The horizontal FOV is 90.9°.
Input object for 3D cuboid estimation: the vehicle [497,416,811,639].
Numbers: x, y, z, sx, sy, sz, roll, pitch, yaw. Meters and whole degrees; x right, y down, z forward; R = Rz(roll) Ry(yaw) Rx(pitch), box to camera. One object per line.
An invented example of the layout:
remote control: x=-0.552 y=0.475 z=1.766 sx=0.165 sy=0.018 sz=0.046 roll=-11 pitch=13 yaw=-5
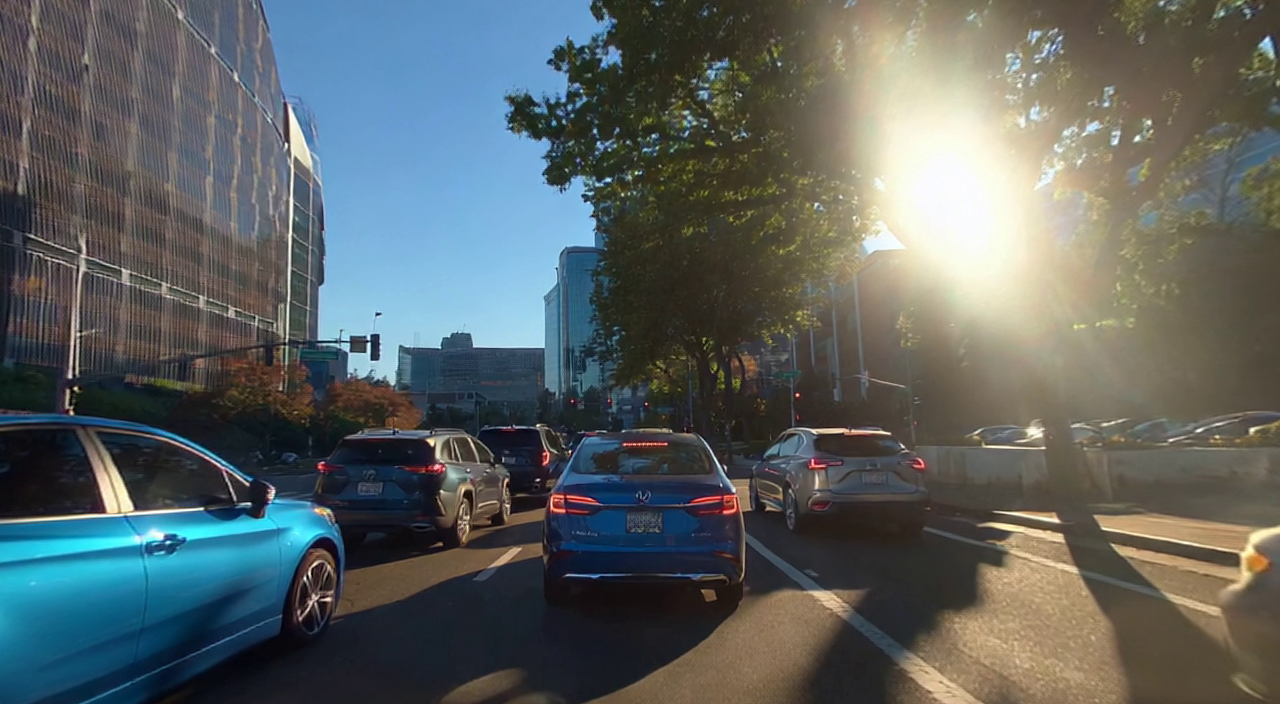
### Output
vehicle: x=0.089 y=1.502 z=6.372 sx=2.147 sy=1.507 sz=3.953 roll=0 pitch=-8 yaw=0

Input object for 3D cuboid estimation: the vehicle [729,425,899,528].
vehicle: x=3.157 y=2.356 z=12.501 sx=2.110 sy=1.661 sz=4.295 roll=0 pitch=-9 yaw=0

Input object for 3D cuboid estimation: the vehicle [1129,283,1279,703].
vehicle: x=3.060 y=0.432 z=0.302 sx=2.108 sy=1.785 sz=4.334 roll=0 pitch=-9 yaw=0

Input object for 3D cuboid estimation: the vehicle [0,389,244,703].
vehicle: x=-3.394 y=0.746 z=1.229 sx=2.144 sy=1.505 sz=4.635 roll=-1 pitch=-9 yaw=1

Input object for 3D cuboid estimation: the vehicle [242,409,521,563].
vehicle: x=-3.371 y=1.864 z=9.487 sx=2.168 sy=1.719 sz=4.561 roll=-1 pitch=-9 yaw=1
